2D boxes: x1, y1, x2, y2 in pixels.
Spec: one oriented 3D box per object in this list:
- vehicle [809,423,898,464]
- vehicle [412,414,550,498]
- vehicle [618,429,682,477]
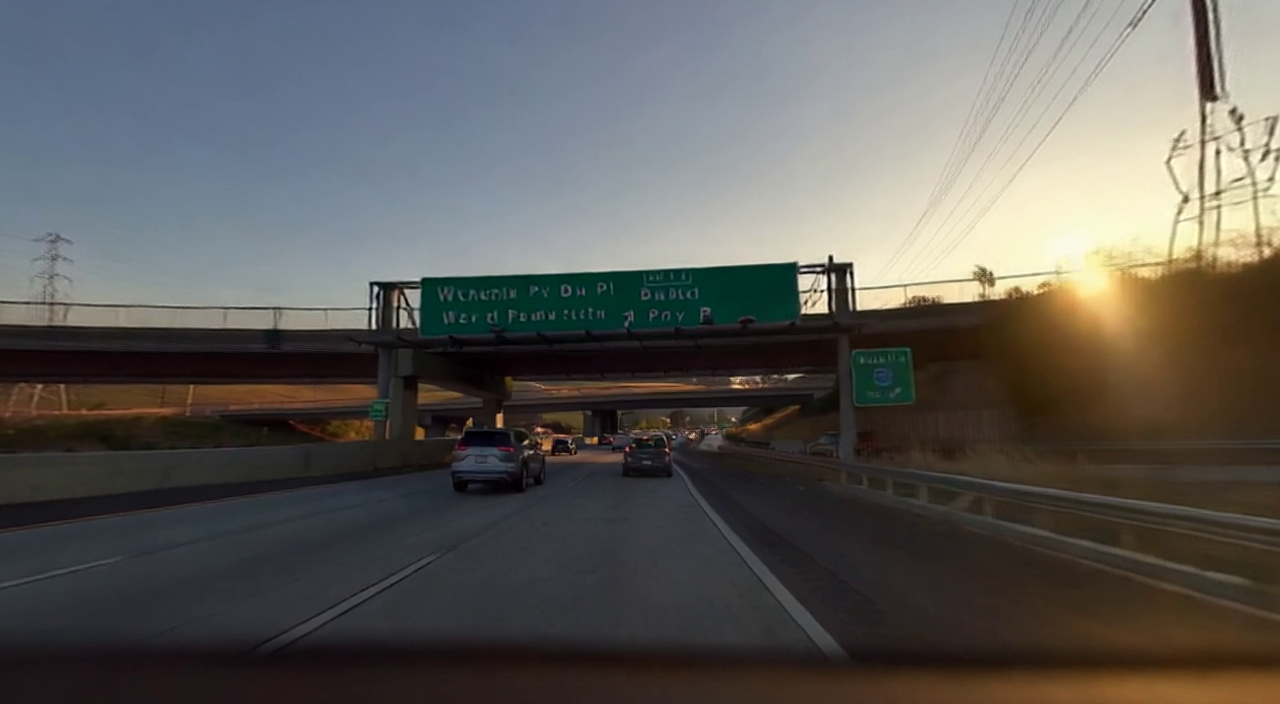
[{"bbox_3d":[14.608,6.380,43.729,2.571,2.571,6.876,2,-9,-12],"label":"vehicle"},{"bbox_3d":[-3.884,2.680,16.498,2.228,1.845,4.847,-1,-8,2],"label":"vehicle"},{"bbox_3d":[0.401,3.776,23.729,2.193,1.651,3.946,-1,-8,2],"label":"vehicle"}]
